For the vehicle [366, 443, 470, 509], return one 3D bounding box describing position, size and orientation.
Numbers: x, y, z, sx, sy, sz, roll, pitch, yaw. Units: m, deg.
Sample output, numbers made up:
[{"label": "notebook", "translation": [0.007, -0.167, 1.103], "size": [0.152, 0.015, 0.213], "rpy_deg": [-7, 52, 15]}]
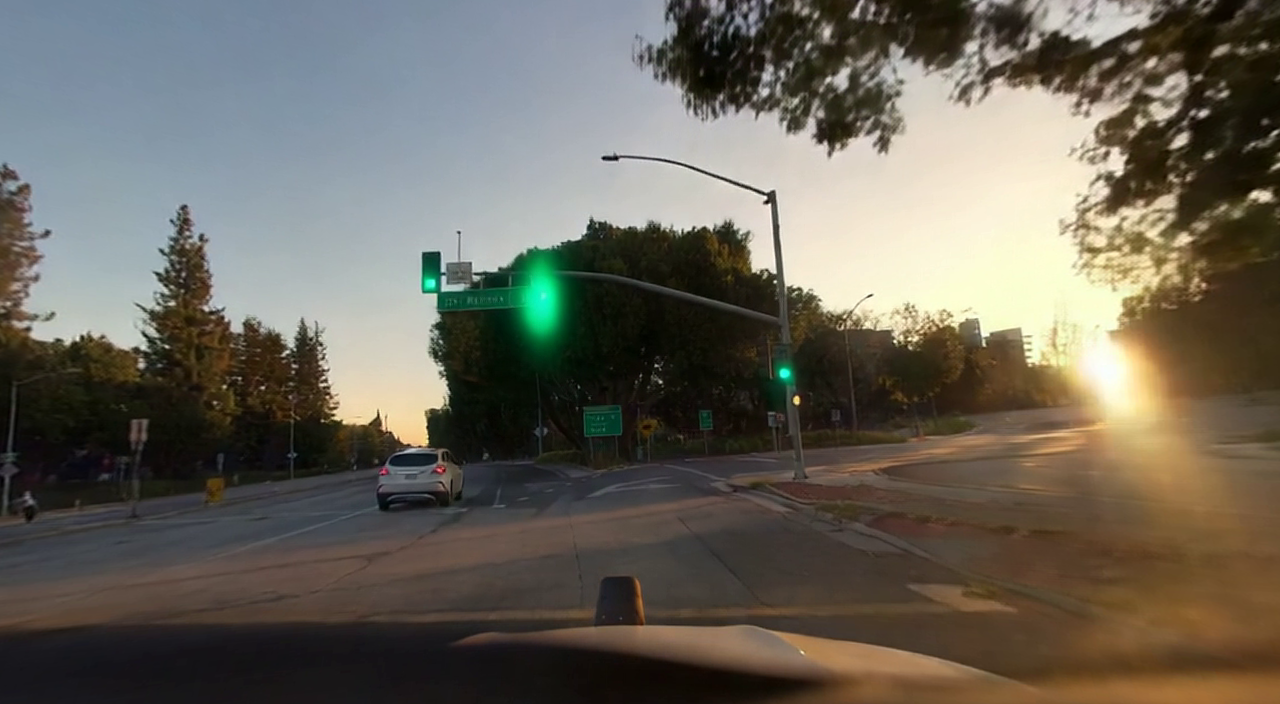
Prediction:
[{"label": "vehicle", "translation": [-6.511, 3.648, 19.134], "size": [2.134, 1.707, 4.471], "rpy_deg": [1, -9, -9]}]
